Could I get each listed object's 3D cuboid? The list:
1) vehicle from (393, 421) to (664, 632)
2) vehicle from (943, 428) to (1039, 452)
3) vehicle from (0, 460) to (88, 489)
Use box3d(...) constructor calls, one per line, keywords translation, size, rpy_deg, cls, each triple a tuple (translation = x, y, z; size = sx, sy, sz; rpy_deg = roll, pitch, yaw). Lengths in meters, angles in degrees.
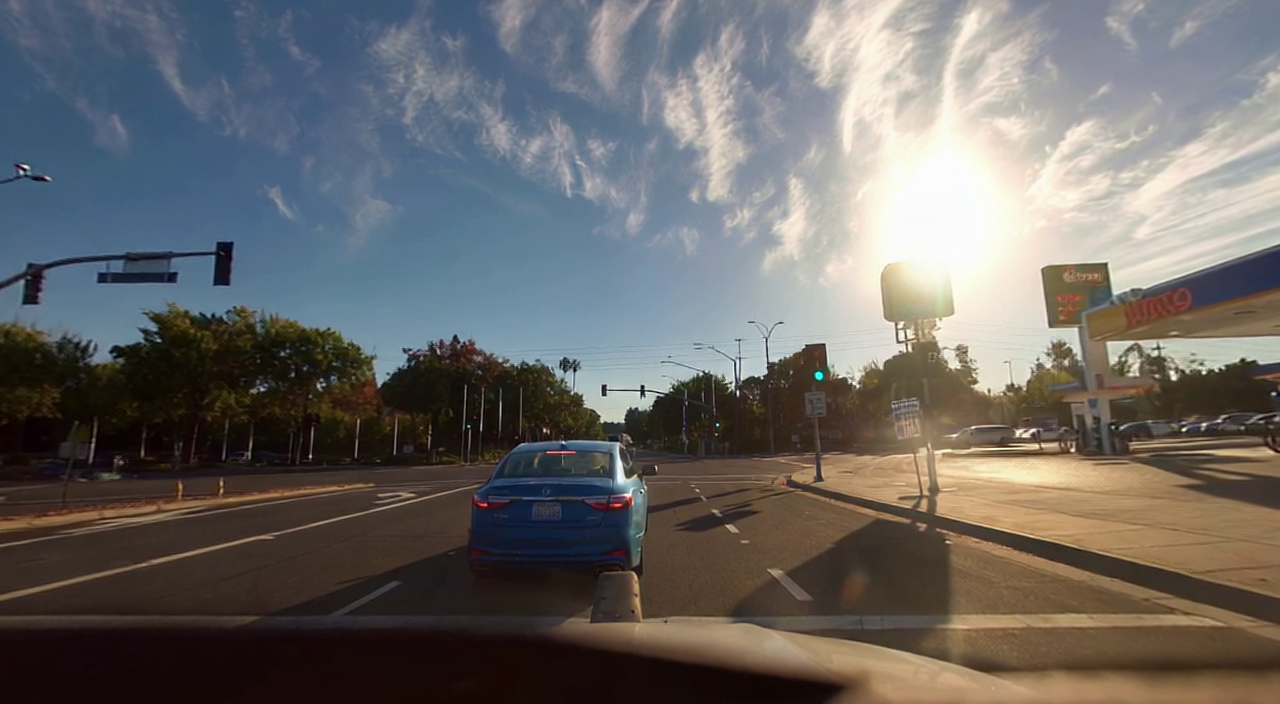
box3d(translation=(-0.744, 1.604, 6.908), size=(1.916, 1.510, 4.447), rpy_deg=(-1, -8, 3), cls="vehicle")
box3d(translation=(22.325, 5.630, 40.294), size=(4.874, 1.502, 2.048), rpy_deg=(0, -8, -1), cls="vehicle")
box3d(translation=(-35.216, 7.031, 36.615), size=(1.796, 1.440, 4.802), rpy_deg=(-1, -8, 4), cls="vehicle")
